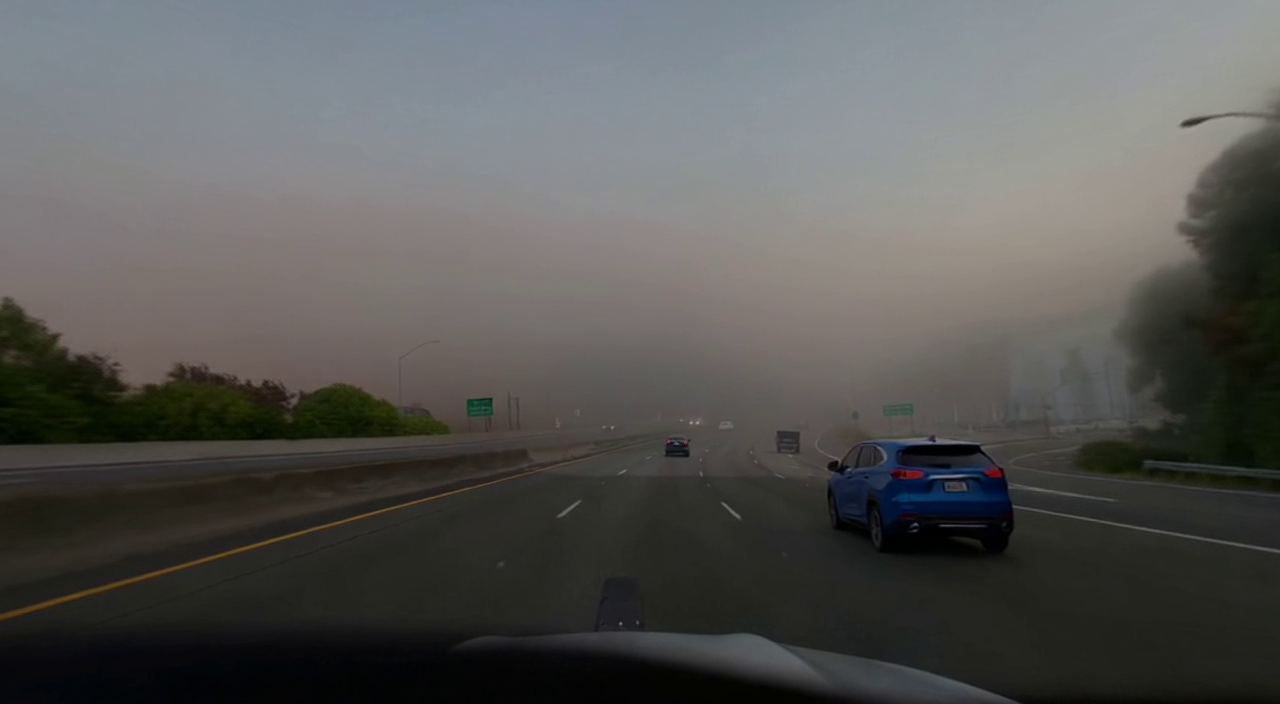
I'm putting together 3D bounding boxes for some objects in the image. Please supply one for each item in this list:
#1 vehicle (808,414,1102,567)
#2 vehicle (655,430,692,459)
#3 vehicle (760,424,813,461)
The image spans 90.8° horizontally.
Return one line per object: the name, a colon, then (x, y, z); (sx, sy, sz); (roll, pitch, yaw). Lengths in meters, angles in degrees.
vehicle: (4.039, 1.837, 9.160); (2.097, 1.659, 4.320); (0, -8, 2)
vehicle: (2.288, 6.132, 41.778); (2.181, 1.768, 4.383); (-1, -8, 7)
vehicle: (9.443, 5.920, 41.213); (2.526, 2.230, 6.190); (-1, -8, 5)
